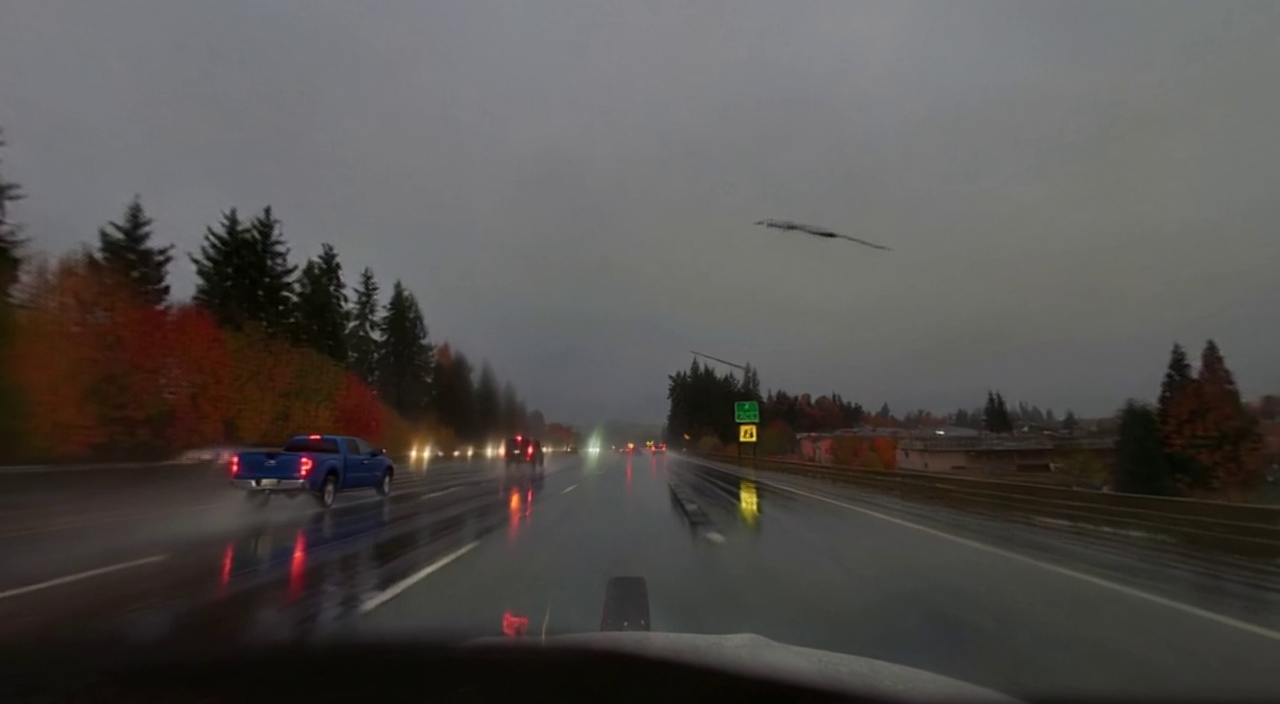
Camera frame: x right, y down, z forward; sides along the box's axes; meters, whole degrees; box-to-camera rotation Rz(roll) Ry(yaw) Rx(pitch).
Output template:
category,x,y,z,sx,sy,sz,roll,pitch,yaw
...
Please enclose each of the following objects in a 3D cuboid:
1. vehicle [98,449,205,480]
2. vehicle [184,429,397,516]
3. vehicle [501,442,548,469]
category,x,y,z,sx,sy,sz,roll,pitch,yaw
vehicle,-25.695,5.920,33.398,1.860,1.475,4.609,0,-8,1
vehicle,-7.329,2.559,13.956,1.965,1.567,4.686,0,-8,1
vehicle,-6.841,6.150,37.785,1.919,1.499,4.234,0,-8,1
